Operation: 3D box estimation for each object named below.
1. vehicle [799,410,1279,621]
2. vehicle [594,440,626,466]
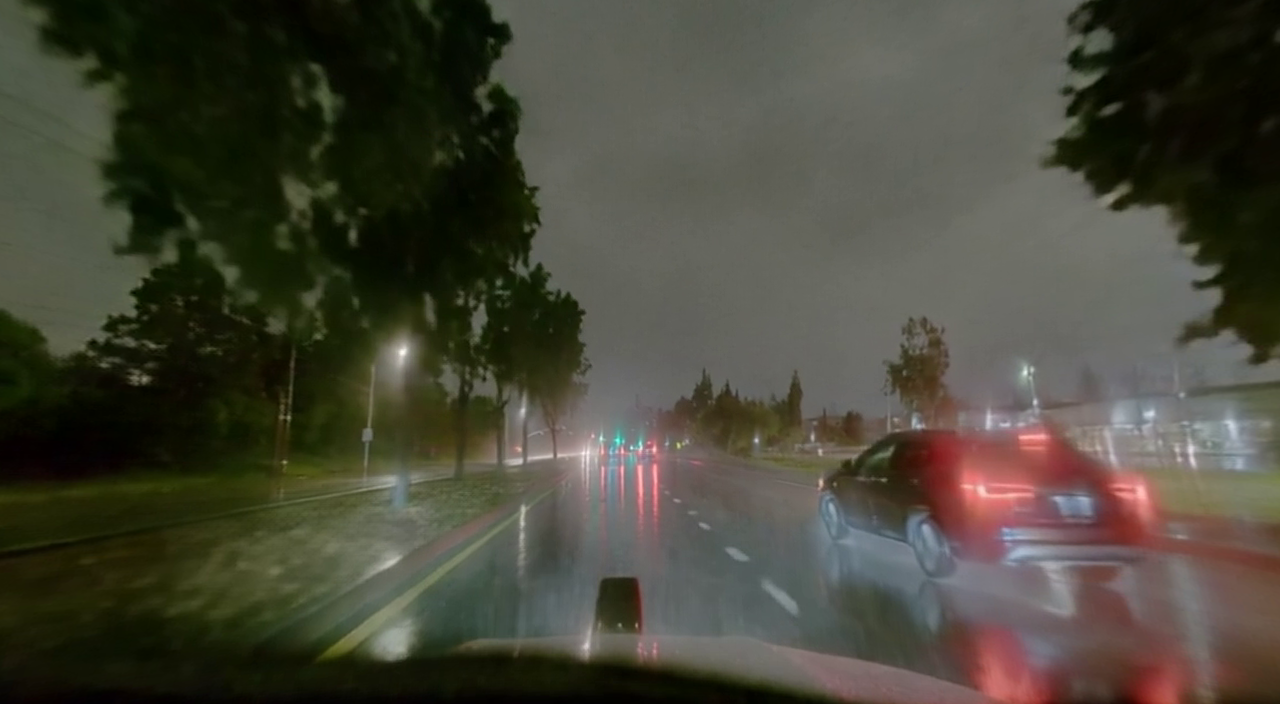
[{"bbox_3d":[3.734,1.635,7.367,2.235,1.597,4.918,0,-9,-3],"label":"vehicle"},{"bbox_3d":[-2.229,7.259,45.334,2.189,1.776,4.342,1,-9,-4],"label":"vehicle"}]
